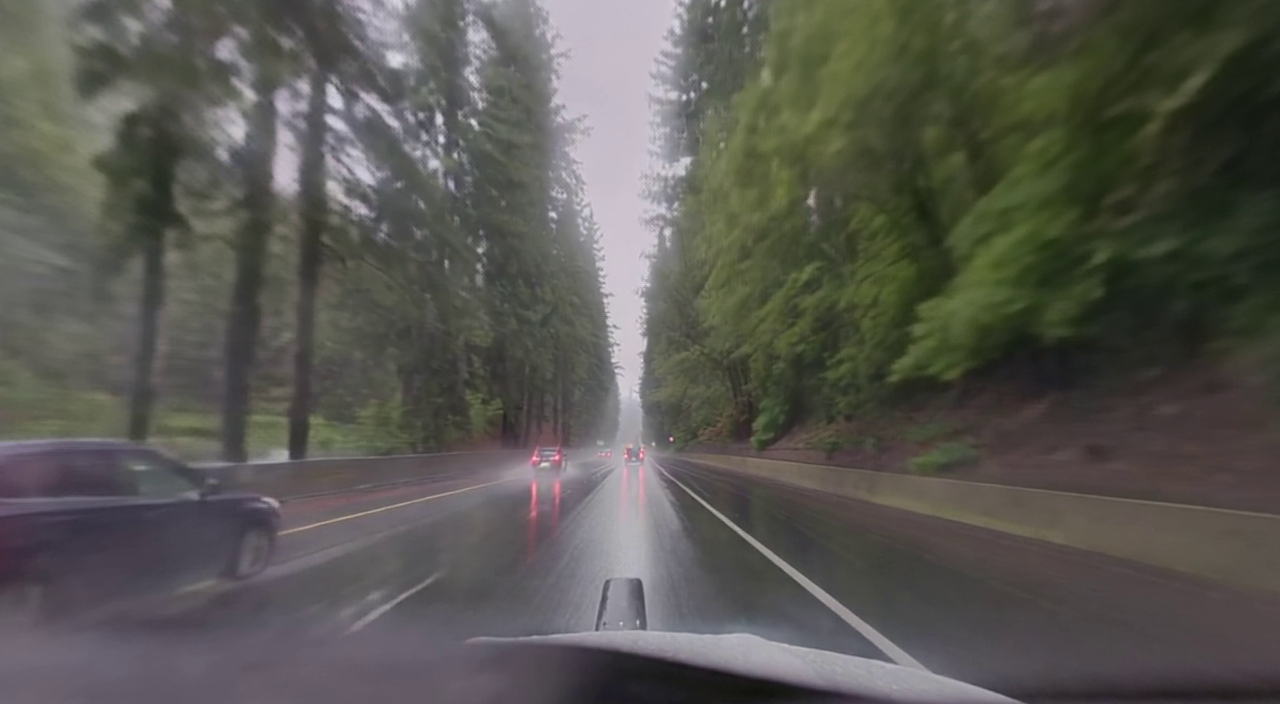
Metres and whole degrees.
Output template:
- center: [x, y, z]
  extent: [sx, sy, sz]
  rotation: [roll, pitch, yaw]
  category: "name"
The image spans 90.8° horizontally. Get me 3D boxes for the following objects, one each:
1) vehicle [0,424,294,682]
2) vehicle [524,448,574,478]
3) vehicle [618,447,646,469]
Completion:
- center: [-4.701, 1.328, 4.657]
  extent: [1.838, 1.508, 4.317]
  rotation: [0, -9, 0]
  category: "vehicle"
- center: [-4.768, 5.850, 33.614]
  extent: [2.052, 1.468, 4.390]
  rotation: [0, -9, 0]
  category: "vehicle"
- center: [-0.694, 8.214, 49.076]
  extent: [2.070, 1.603, 4.806]
  rotation: [0, -9, -2]
  category: "vehicle"
